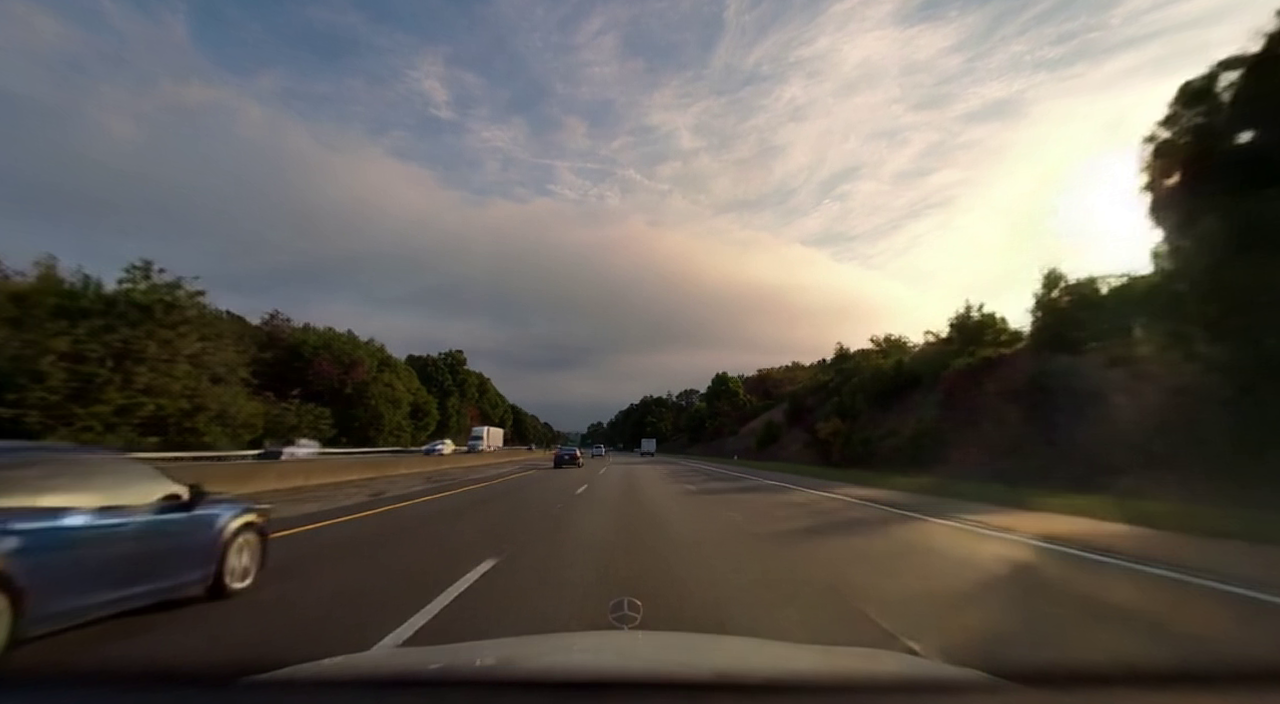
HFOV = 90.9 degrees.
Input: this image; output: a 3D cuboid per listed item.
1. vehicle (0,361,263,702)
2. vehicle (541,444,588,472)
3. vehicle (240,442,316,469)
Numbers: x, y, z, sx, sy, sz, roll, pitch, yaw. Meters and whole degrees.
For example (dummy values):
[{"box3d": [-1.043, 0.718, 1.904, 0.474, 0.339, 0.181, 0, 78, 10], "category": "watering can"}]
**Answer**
[{"box3d": [-4.221, 0.858, 2.922, 2.108, 1.666, 4.558, 0, -9, 0], "category": "vehicle"}, {"box3d": [-4.228, 6.022, 35.922, 2.169, 1.473, 4.631, 0, -9, -1], "category": "vehicle"}, {"box3d": [-21.206, 6.082, 37.135, 1.792, 1.455, 4.561, 0, -9, 0], "category": "vehicle"}]
